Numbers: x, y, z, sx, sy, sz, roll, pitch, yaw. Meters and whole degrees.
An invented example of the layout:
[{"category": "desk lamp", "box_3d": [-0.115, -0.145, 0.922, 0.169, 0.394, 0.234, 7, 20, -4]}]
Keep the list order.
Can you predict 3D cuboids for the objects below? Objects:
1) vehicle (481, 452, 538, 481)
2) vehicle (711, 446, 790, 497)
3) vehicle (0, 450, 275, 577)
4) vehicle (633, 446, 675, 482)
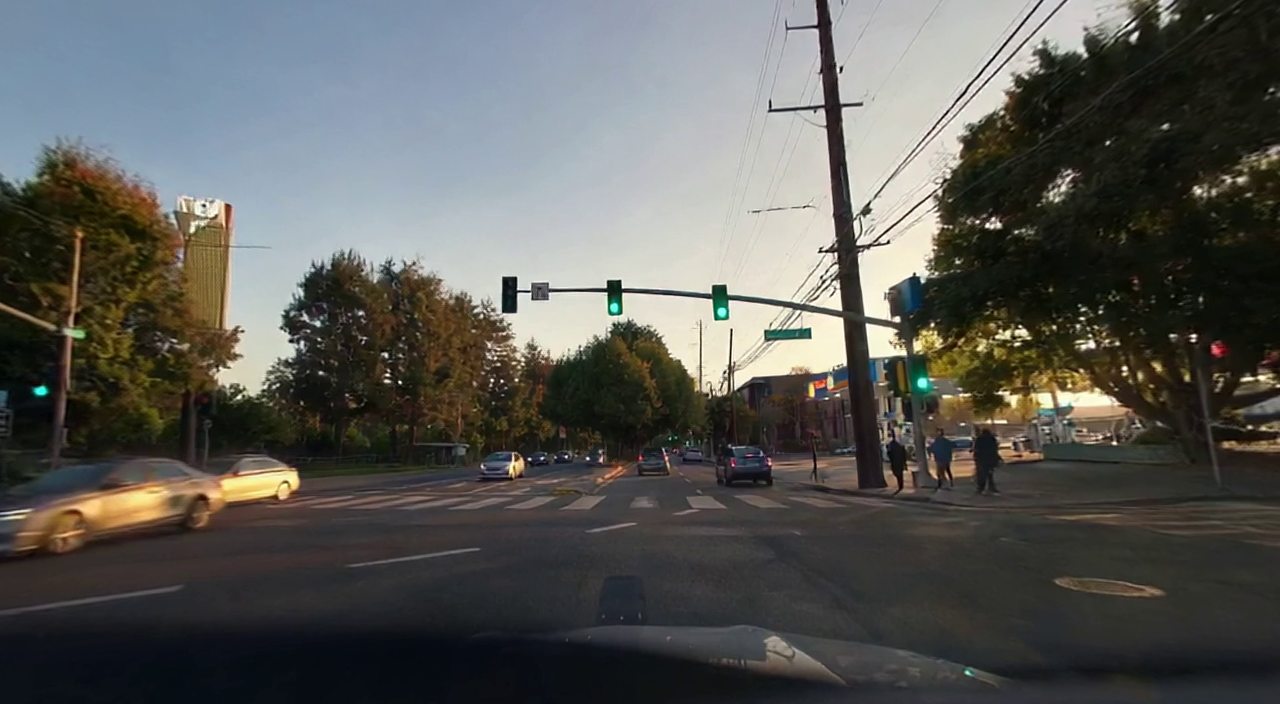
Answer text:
[{"category": "vehicle", "box_3d": [-7.480, 6.611, 36.727, 2.109, 1.525, 4.562, -1, -9, 3]}, {"category": "vehicle", "box_3d": [3.795, 4.172, 22.445, 1.990, 1.592, 4.294, -1, -9, 0]}, {"category": "vehicle", "box_3d": [-8.070, 2.333, 9.956, 2.031, 1.512, 4.207, -1, -9, 2]}, {"category": "vehicle", "box_3d": [0.780, 6.109, 34.743, 2.163, 1.825, 4.073, -1, -9, 1]}]
